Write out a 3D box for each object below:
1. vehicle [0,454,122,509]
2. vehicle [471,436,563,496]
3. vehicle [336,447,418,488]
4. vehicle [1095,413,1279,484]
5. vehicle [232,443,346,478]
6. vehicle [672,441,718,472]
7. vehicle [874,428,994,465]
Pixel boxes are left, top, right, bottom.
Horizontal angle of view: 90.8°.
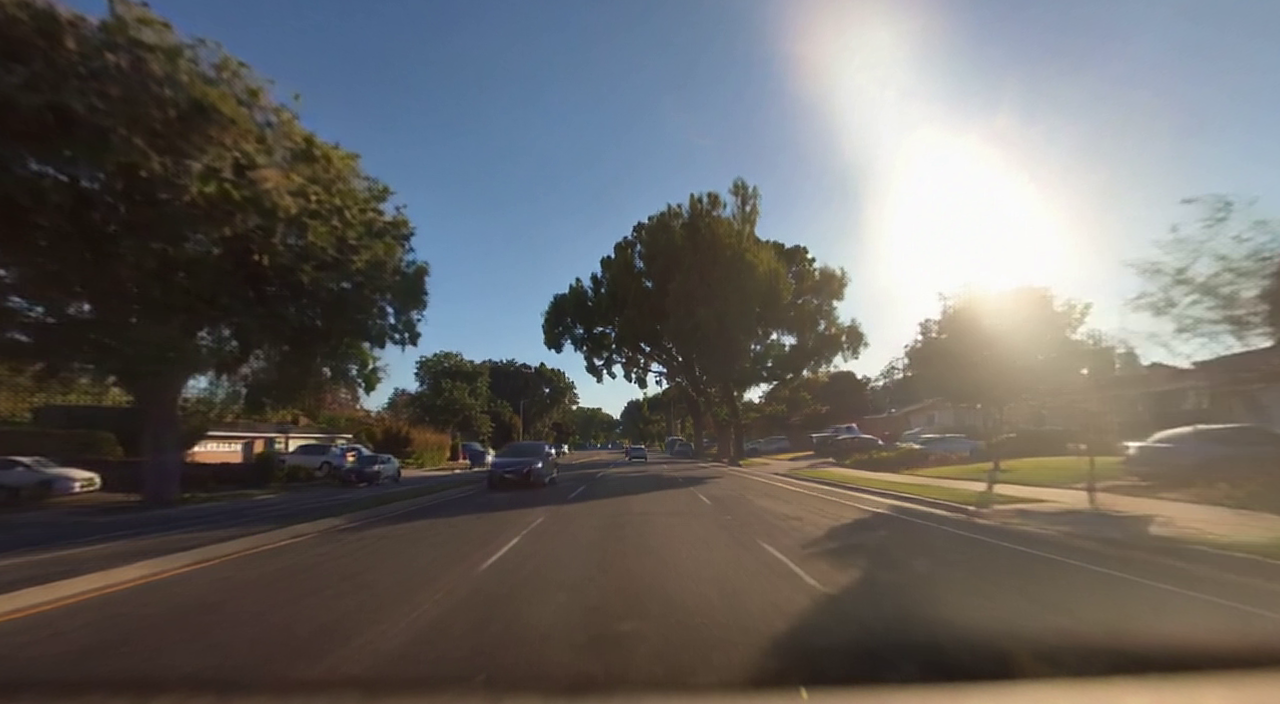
[{"bbox_3d":[-19.080,3.840,18.985,4.909,1.495,2.211,1,-8,-5],"label":"vehicle"},{"bbox_3d":[-3.751,3.560,20.119,2.076,1.688,4.284,0,-8,0],"label":"vehicle"},{"bbox_3d":[-11.995,5.270,29.196,1.822,1.699,4.791,0,-8,-1],"label":"vehicle"},{"bbox_3d":[13.025,2.151,14.151,4.237,1.476,1.743,0,-8,1],"label":"vehicle"},{"bbox_3d":[-18.921,5.867,34.215,4.837,1.808,2.176,0,-8,-1],"label":"vehicle"},{"bbox_3d":[2.886,5.590,34.091,1.983,1.557,4.078,0,-8,-2],"label":"vehicle"},{"bbox_3d":[12.528,4.077,27.165,4.183,1.516,1.884,0,-8,3],"label":"vehicle"}]
